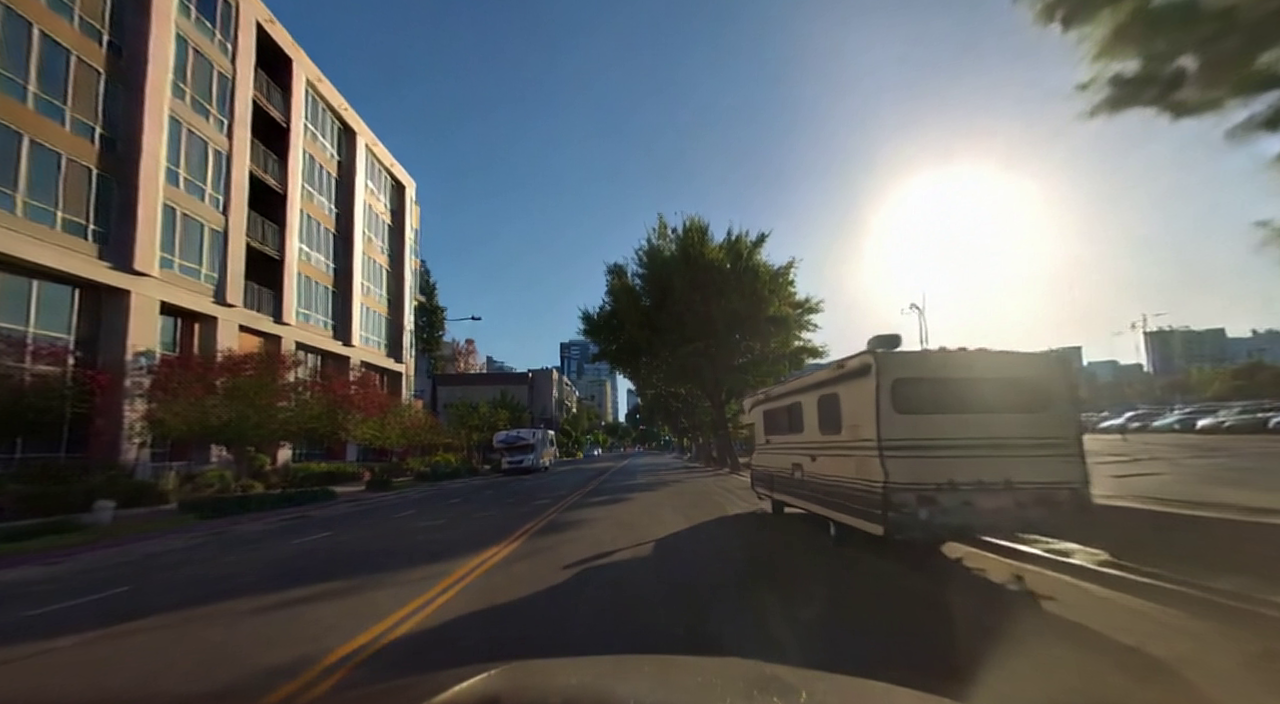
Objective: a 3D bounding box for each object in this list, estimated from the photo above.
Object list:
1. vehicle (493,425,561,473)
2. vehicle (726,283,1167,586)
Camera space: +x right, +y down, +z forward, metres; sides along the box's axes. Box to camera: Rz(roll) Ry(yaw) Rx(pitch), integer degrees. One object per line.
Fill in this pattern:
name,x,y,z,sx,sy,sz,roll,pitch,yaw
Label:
vehicle,-7.103,6.164,40.856,3.108,2.771,7.999,0,-7,-1
vehicle,3.742,1.416,10.939,3.074,3.099,8.805,1,-8,-1
